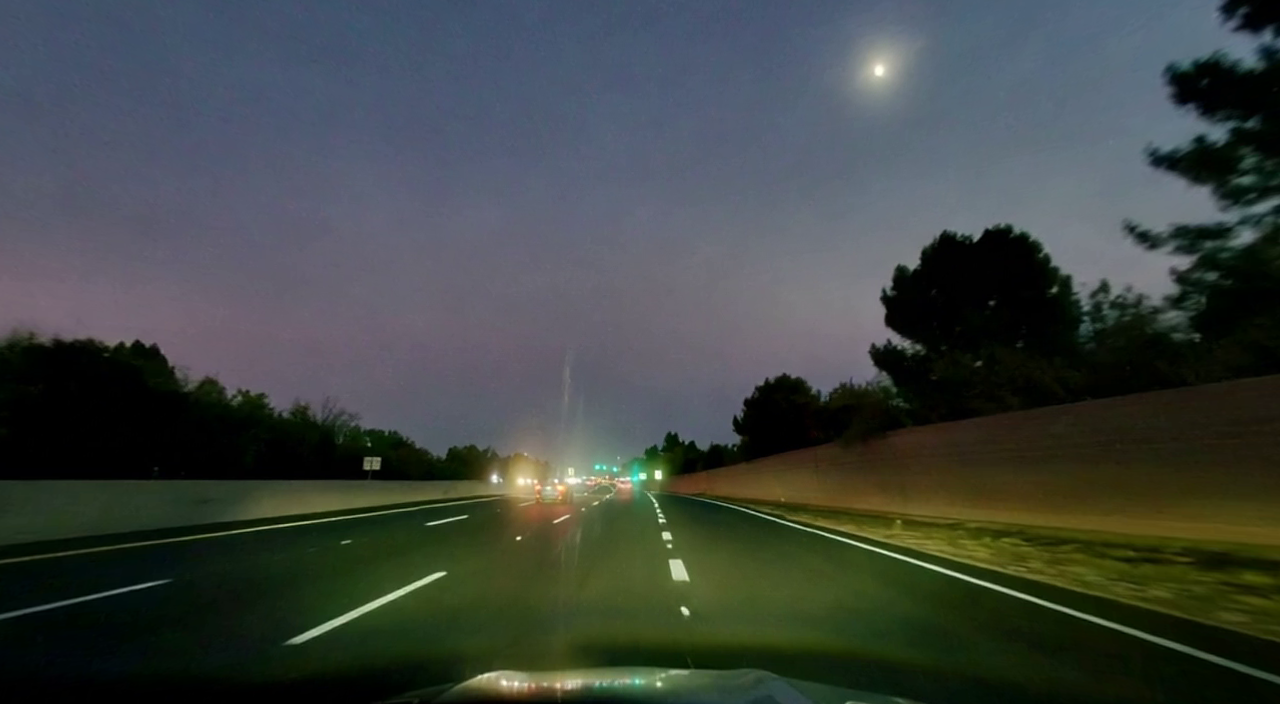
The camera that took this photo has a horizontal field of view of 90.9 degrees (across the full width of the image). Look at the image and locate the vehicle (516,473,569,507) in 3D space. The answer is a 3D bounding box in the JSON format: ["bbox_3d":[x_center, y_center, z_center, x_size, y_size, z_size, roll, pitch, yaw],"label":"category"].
[{"bbox_3d":[-5.064,7.236,33.302,2.039,1.605,4.365,0,-11,1],"label":"vehicle"}]
